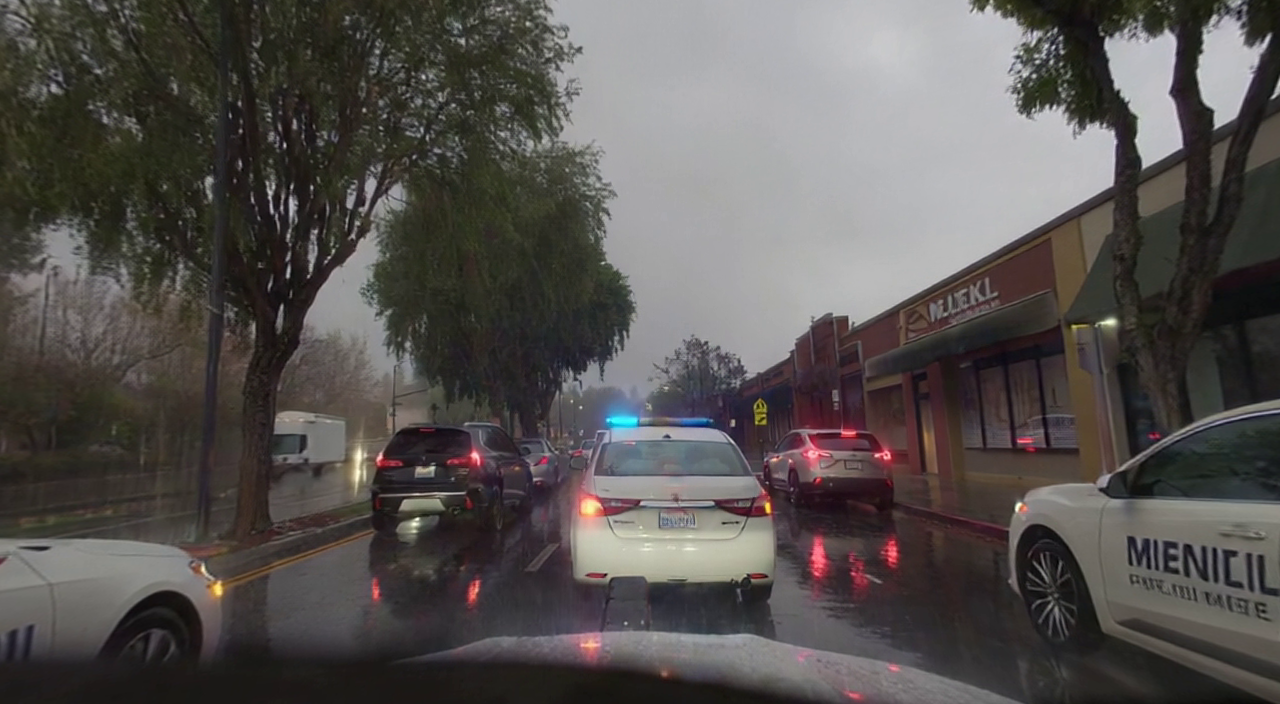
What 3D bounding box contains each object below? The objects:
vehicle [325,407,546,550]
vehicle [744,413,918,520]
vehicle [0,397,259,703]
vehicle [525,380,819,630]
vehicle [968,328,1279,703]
[{"bbox_3d":[-2.957,1.955,10.385,2.135,1.806,4.514,0,-8,-1],"label":"vehicle"},{"bbox_3d":[4.014,2.545,14.536,2.038,1.865,5.786,3,-9,-2],"label":"vehicle"},{"bbox_3d":[-2.892,0.749,1.030,1.908,1.474,4.257,0,-8,-1],"label":"vehicle"},{"bbox_3d":[0.219,1.382,6.563,2.075,1.770,4.018,0,-8,0],"label":"vehicle"},{"bbox_3d":[4.067,0.900,3.288,1.987,1.877,5.330,2,-8,2],"label":"vehicle"}]
